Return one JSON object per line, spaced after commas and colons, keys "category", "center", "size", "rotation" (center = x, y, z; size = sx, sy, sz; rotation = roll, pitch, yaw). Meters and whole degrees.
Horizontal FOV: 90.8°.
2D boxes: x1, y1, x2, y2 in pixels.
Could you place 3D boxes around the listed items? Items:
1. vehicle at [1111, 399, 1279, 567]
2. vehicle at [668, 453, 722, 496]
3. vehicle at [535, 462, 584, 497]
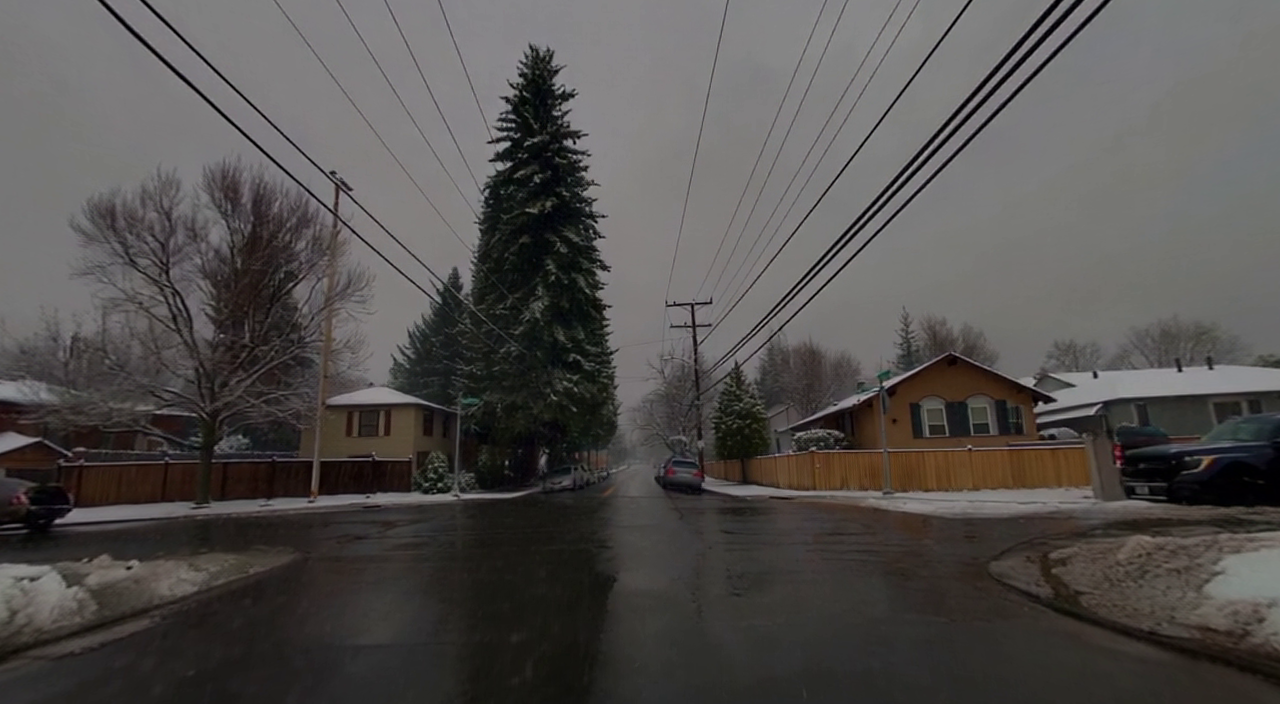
{"category": "vehicle", "center": [9.703, 1.685, 8.547], "size": [4.677, 1.949, 2.334], "rotation": [-1, -8, 3]}
{"category": "vehicle", "center": [2.589, 5.957, 31.067], "size": [2.051, 1.874, 4.459], "rotation": [0, -8, -3]}
{"category": "vehicle", "center": [-4.299, 6.933, 34.610], "size": [2.189, 1.771, 4.571], "rotation": [0, -10, -1]}
